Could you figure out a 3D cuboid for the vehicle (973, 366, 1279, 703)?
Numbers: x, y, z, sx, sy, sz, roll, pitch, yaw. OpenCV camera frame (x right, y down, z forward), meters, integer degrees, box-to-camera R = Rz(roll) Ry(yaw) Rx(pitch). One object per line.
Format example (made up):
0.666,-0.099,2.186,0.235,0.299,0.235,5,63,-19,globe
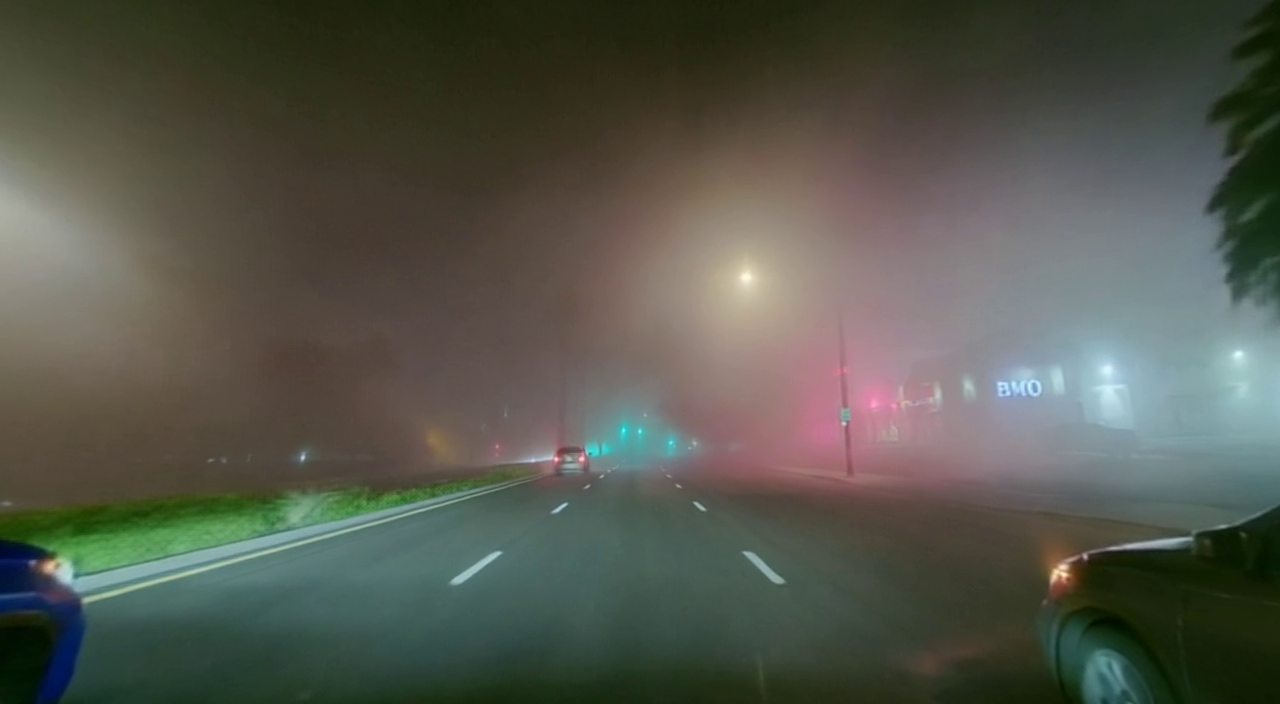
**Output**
2.804,0.735,1.340,1.946,1.513,4.133,0,-8,1,vehicle

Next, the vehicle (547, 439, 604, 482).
-2.816,4.821,28.355,1.998,1.743,4.402,0,-8,1,vehicle

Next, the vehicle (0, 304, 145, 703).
-3.185,0.499,0.451,2.058,1.804,4.391,0,-9,0,vehicle
